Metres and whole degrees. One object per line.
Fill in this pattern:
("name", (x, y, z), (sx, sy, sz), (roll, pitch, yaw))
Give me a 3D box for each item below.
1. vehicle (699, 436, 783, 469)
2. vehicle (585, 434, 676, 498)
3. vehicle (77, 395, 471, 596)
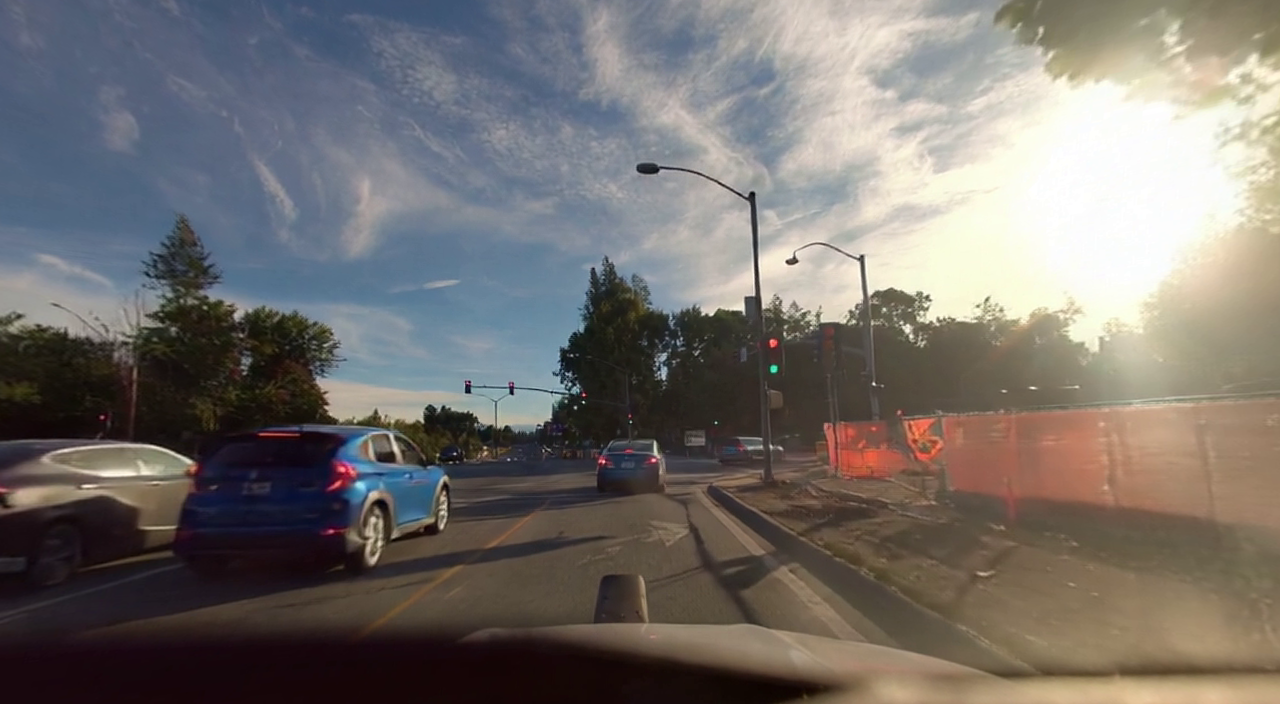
("vehicle", (5.020, 4.902, 30.983), (1.873, 1.477, 4.467), (-8, -12, 43))
("vehicle", (-0.140, 3.071, 17.386), (2.183, 1.506, 4.286), (-1, -9, 2))
("vehicle", (-4.059, 1.702, 8.429), (2.240, 1.844, 5.043), (0, -9, 0))
